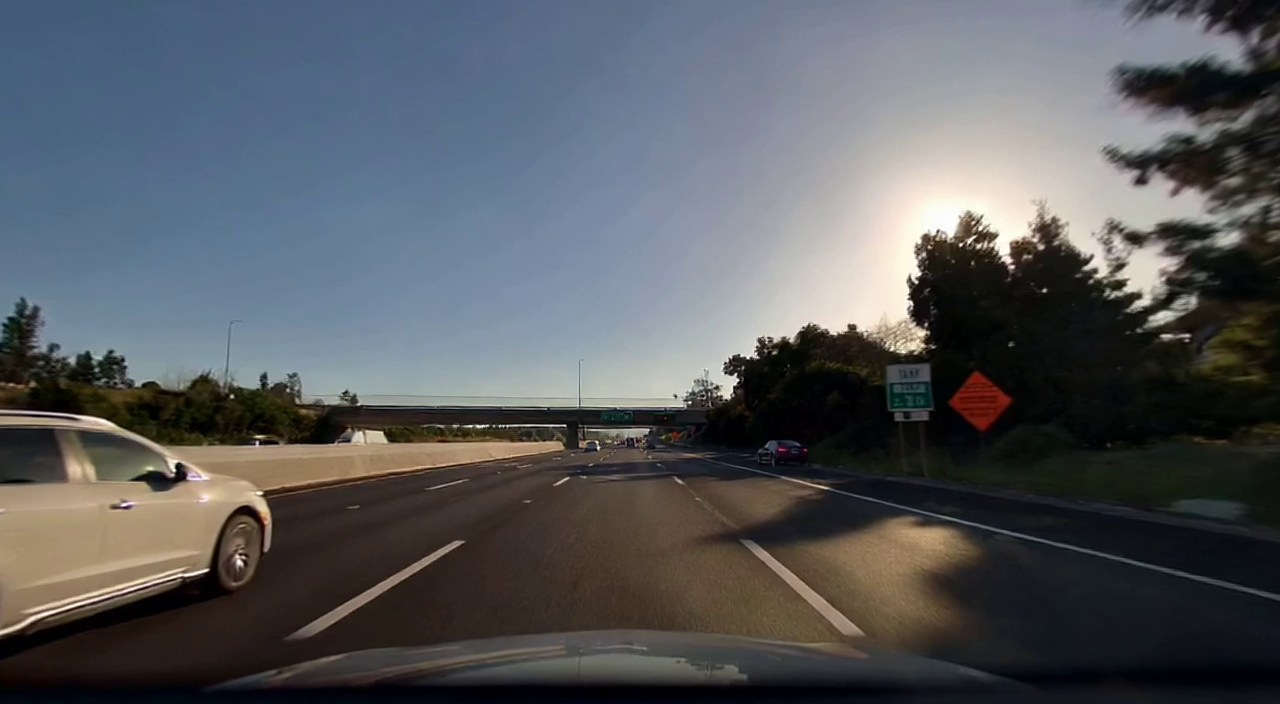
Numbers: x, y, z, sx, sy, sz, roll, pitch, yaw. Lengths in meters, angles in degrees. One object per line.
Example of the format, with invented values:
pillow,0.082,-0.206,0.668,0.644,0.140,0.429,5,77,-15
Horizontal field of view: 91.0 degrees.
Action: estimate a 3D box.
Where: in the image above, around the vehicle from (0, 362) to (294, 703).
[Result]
vehicle,-4.136,0.890,2.955,2.200,1.662,5.091,0,-8,-1
